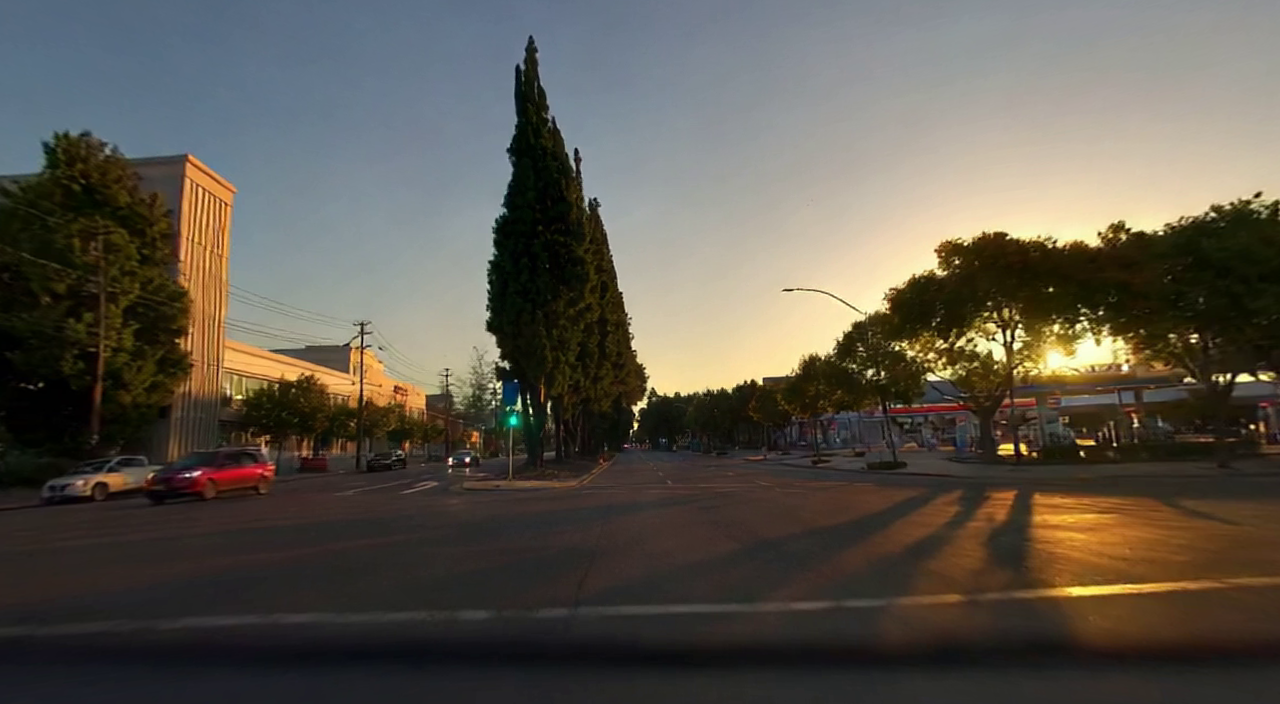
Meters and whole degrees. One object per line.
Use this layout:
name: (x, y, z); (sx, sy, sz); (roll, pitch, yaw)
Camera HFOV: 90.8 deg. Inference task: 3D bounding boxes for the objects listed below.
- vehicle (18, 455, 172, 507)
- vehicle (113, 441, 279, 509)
vehicle: (-21.718, 5.116, 25.535); (2.034, 1.783, 4.796); (0, -8, -2)
vehicle: (-12.623, 3.475, 18.347); (1.876, 1.722, 3.984); (0, -8, 0)
